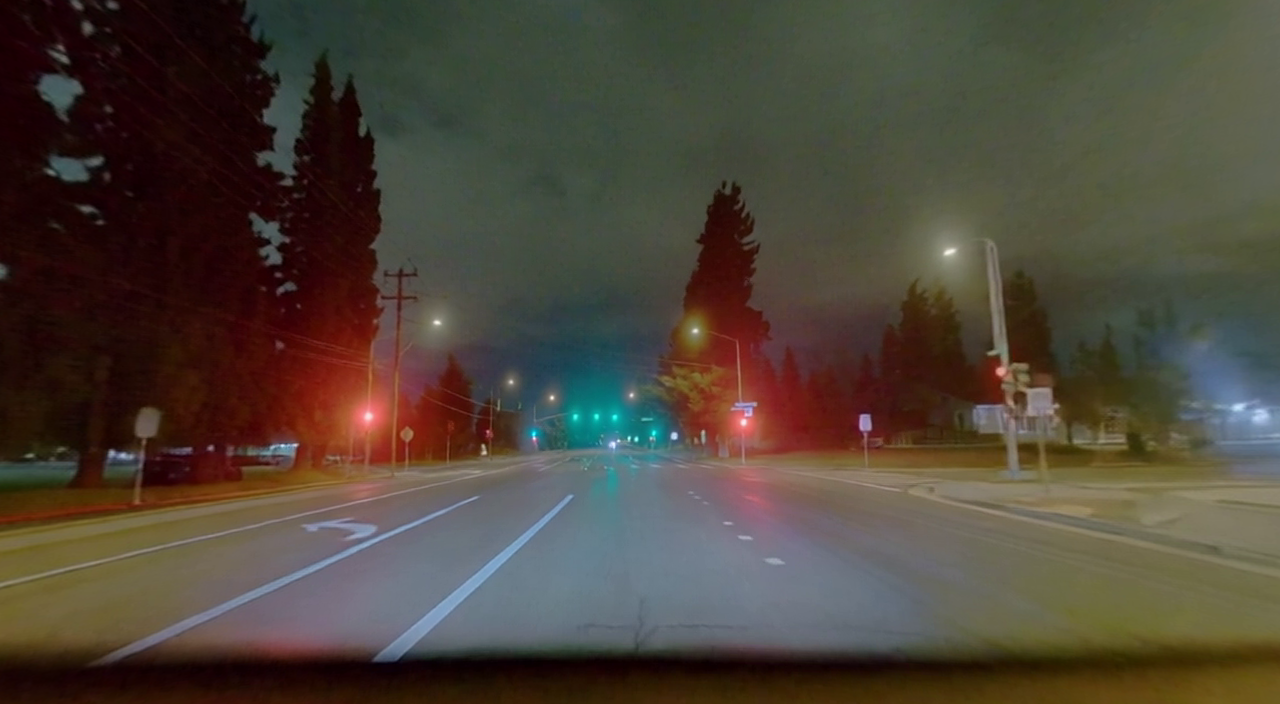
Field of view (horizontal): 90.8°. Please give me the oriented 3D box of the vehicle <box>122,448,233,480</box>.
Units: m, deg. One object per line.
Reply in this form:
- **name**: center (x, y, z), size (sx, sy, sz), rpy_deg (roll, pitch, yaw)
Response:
- **vehicle**: center (-26.254, 6.382, 36.042), size (4.577, 1.584, 2.000), rpy_deg (3, -7, -7)
